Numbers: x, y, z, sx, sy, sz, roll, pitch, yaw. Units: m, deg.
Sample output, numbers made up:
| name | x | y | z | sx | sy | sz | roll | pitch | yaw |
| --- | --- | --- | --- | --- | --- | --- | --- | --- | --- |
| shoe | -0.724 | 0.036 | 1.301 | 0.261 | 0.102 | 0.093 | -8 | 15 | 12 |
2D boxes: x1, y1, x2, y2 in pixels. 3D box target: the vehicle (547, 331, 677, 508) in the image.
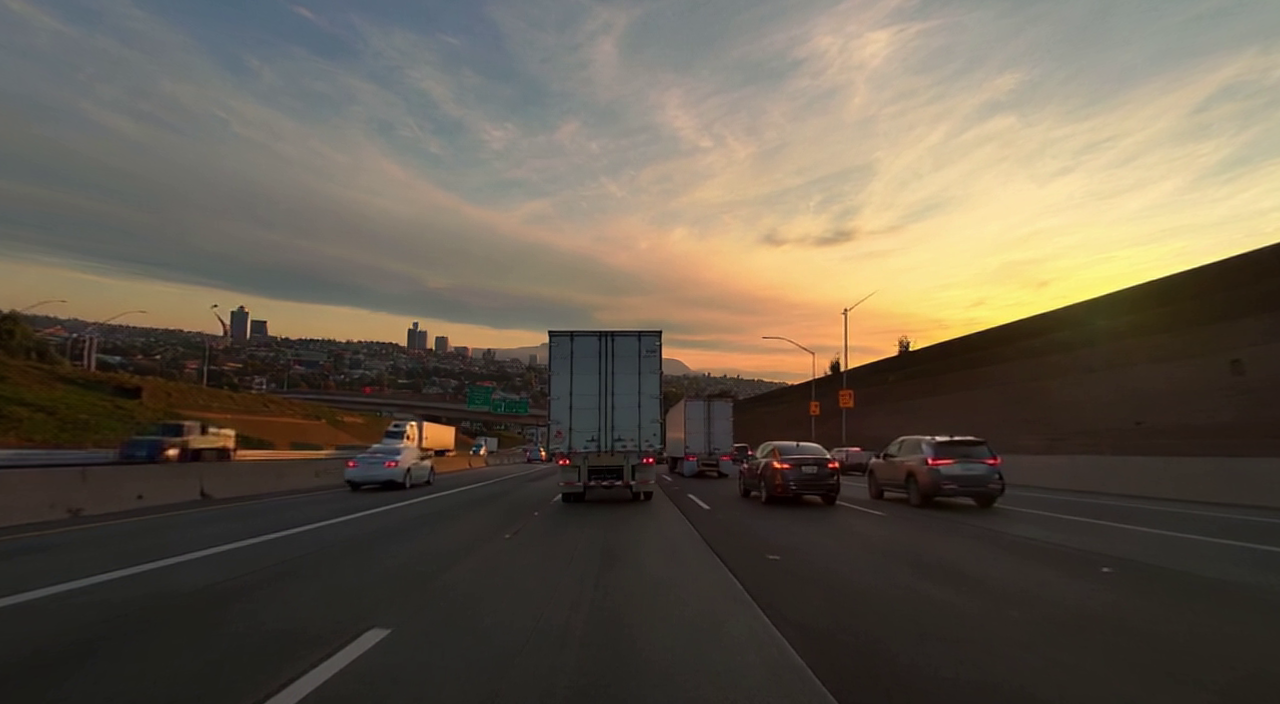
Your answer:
| name | x | y | z | sx | sy | sz | roll | pitch | yaw |
| --- | --- | --- | --- | --- | --- | --- | --- | --- | --- |
| vehicle | -0.668 | 2.312 | 19.795 | 2.906 | 4.040 | 10.743 | 0 | -9 | 0 |

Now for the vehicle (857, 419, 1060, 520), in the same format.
| name | x | y | z | sx | sy | sz | roll | pitch | yaw |
| --- | --- | --- | --- | --- | --- | --- | --- | --- | --- |
| vehicle | 6.885 | 2.590 | 14.388 | 2.070 | 1.888 | 4.546 | 0 | -9 | -2 |

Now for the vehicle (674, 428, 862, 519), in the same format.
| name | x | y | z | sx | sy | sz | roll | pitch | yaw |
| --- | --- | --- | --- | --- | --- | --- | --- | --- | --- |
| vehicle | 3.180 | 3.759 | 21.115 | 2.869 | 1.940 | 14.755 | 0 | -9 | -2 |

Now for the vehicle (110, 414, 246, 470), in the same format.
| name | x | y | z | sx | sy | sz | roll | pitch | yaw |
| --- | --- | --- | --- | --- | --- | --- | --- | --- | --- |
| vehicle | -23.701 | 4.710 | 32.851 | 2.694 | 2.597 | 5.906 | 0 | -9 | -2 |

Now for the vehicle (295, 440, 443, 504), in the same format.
| name | x | y | z | sx | sy | sz | roll | pitch | yaw |
| --- | --- | --- | --- | --- | --- | --- | --- | --- | --- |
| vehicle | -7.142 | 3.194 | 17.308 | 1.973 | 1.471 | 4.779 | 0 | -9 | 0 |
